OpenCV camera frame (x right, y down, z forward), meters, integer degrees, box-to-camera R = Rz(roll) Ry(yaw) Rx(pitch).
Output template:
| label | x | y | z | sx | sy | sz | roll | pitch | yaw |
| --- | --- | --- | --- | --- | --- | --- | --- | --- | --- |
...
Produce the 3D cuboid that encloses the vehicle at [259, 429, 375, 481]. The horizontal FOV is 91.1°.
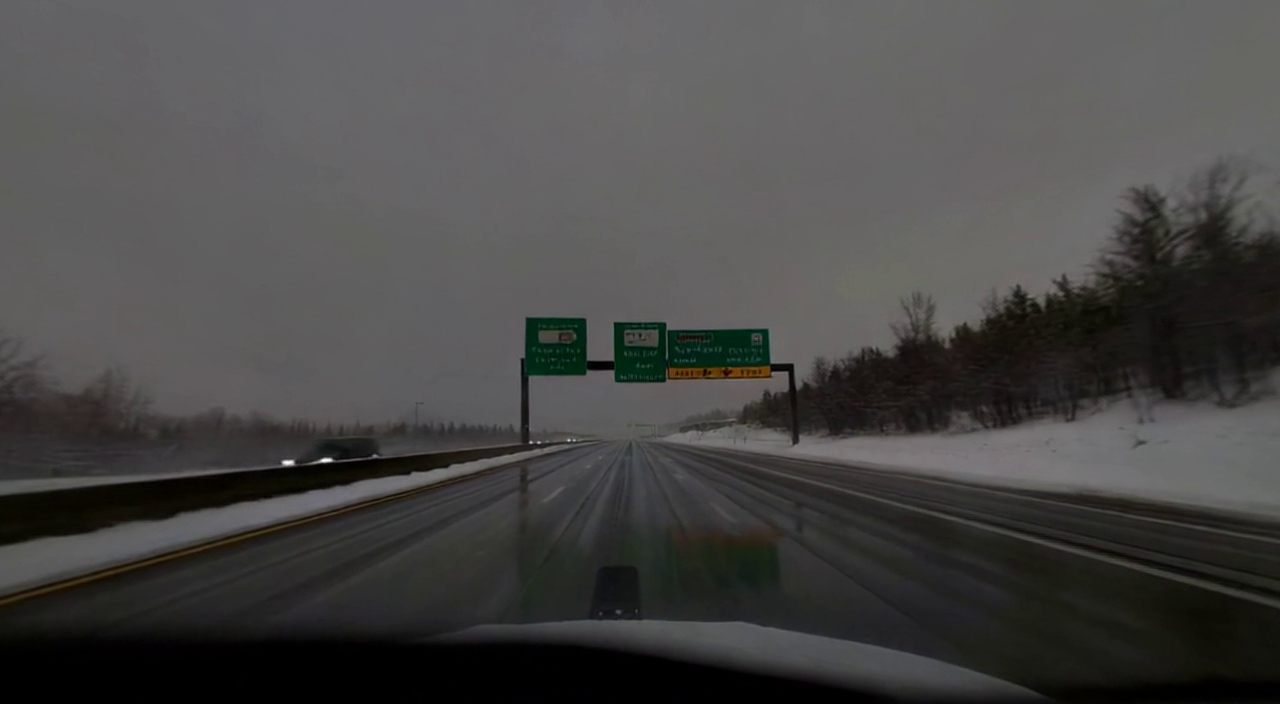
| label | x | y | z | sx | sy | sz | roll | pitch | yaw |
| --- | --- | --- | --- | --- | --- | --- | --- | --- | --- |
| vehicle | -12.489 | 3.982 | 24.734 | 2.065 | 1.794 | 4.794 | 0 | -8 | -1 |
